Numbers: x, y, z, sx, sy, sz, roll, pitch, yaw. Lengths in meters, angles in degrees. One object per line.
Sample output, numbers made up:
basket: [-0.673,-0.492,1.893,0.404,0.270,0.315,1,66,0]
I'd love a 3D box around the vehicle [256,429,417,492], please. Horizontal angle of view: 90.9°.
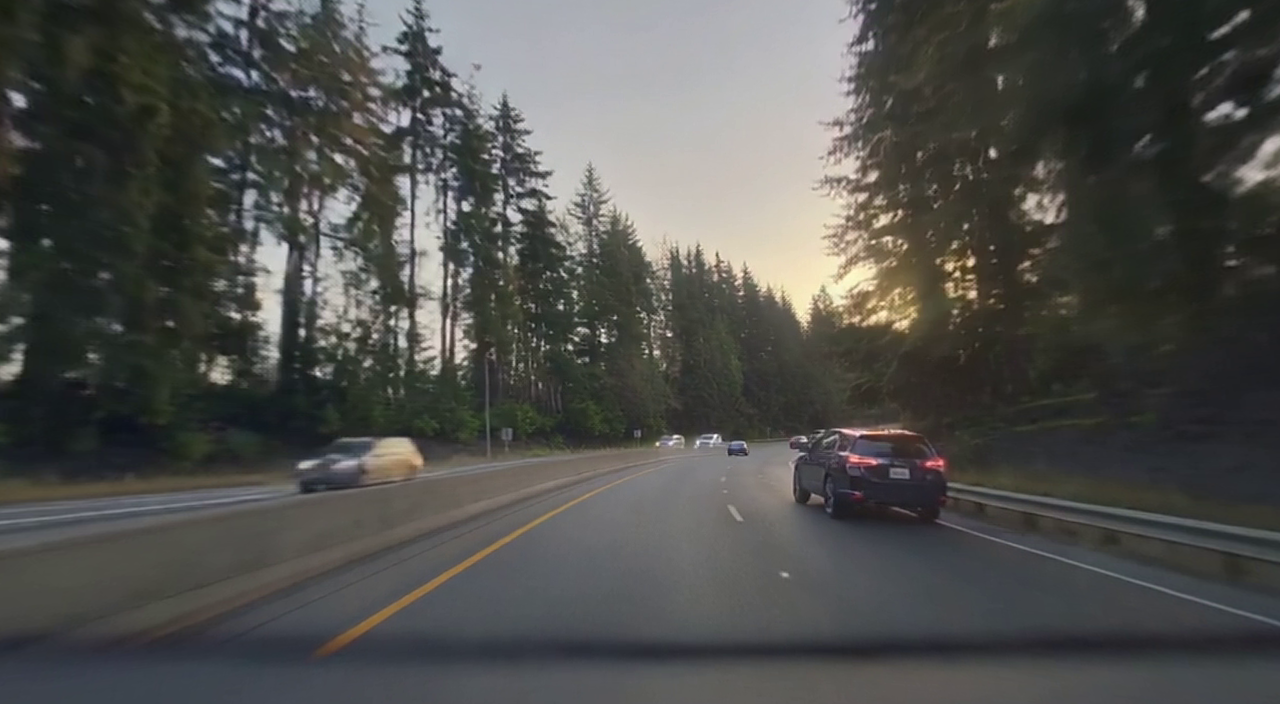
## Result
vehicle: [-8.089,2.942,17.381,1.931,1.492,4.374,-1,-9,6]

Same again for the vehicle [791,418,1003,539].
vehicle: [4.228,2.144,11.325,2.112,1.708,4.380,0,-8,3]
